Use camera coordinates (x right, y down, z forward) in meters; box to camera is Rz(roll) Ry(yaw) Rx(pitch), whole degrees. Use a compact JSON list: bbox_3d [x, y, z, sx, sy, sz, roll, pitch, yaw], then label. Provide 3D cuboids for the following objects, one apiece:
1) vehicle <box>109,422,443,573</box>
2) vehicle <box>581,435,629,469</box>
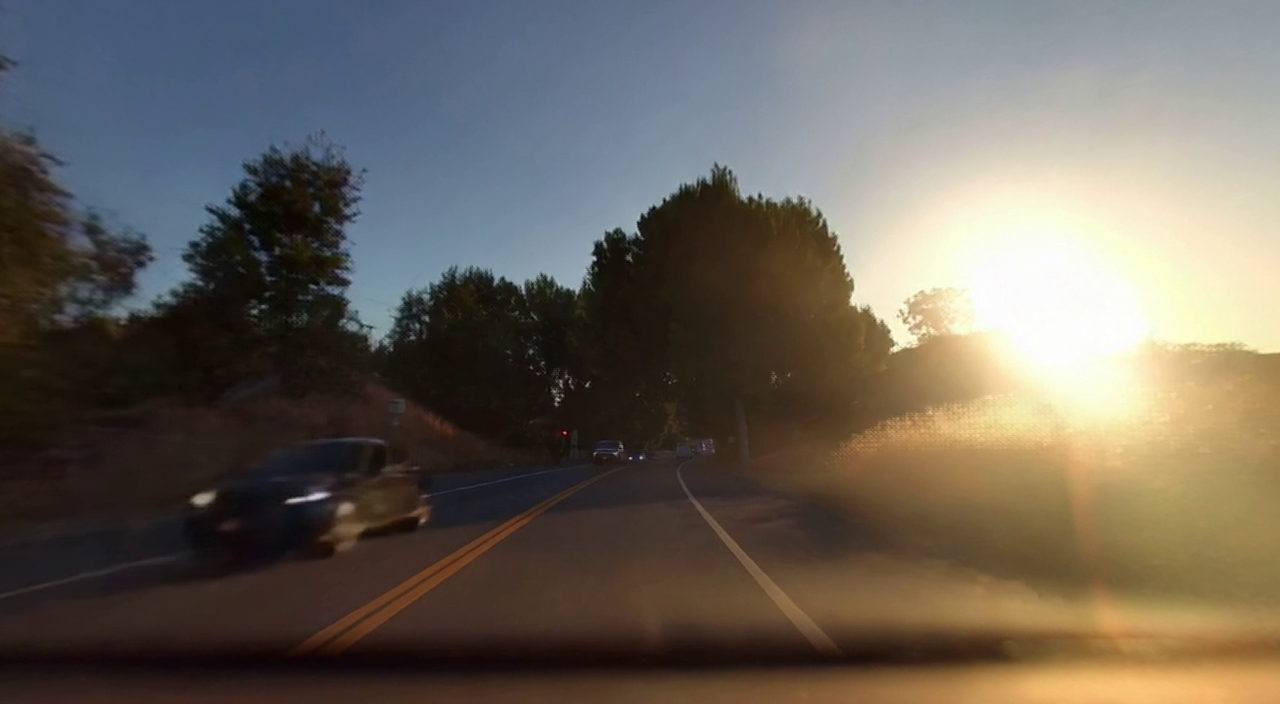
[{"bbox_3d":[-4.569,1.874,8.964,2.049,1.566,4.387,-1,-8,1],"label":"vehicle"},{"bbox_3d":[-2.555,7.704,49.001,2.825,2.376,7.468,-1,-8,4],"label":"vehicle"}]
